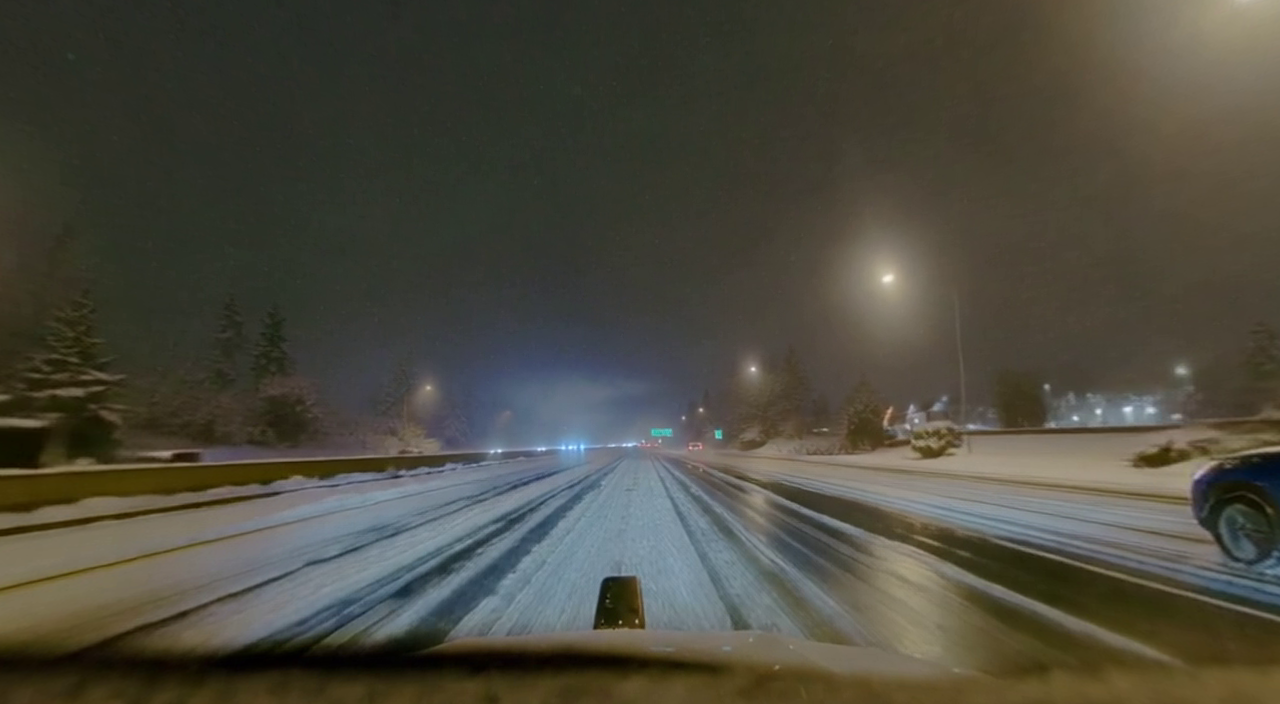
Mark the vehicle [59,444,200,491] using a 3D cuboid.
[{"bbox_3d":[-21.933,4.949,27.468,2.079,1.822,4.786,0,-8,0],"label":"vehicle"}]
